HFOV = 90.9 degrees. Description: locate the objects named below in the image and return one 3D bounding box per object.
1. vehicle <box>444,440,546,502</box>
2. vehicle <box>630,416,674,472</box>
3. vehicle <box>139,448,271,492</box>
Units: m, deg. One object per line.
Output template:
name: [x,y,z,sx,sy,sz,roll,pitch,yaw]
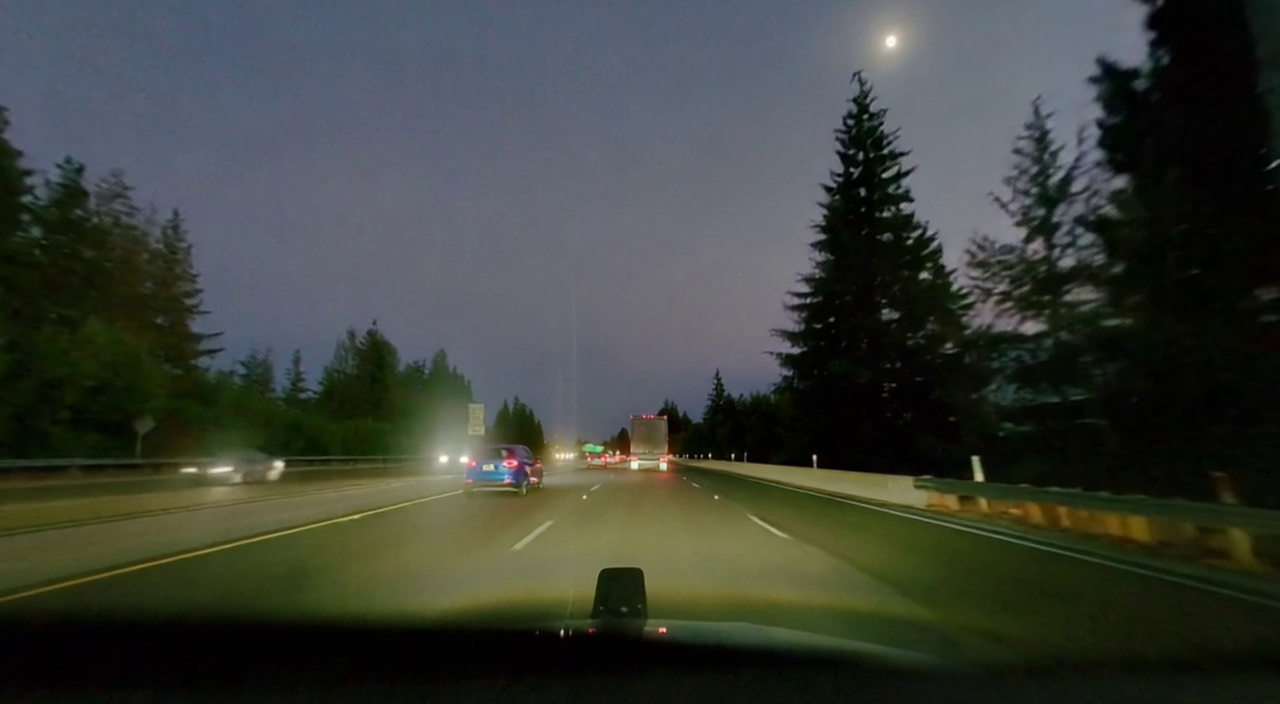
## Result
vehicle: [-4.080,3.397,18.404,1.977,1.602,3.944,0,-9,1]
vehicle: [0.755,6.675,45.684,2.893,3.628,9.081,0,-9,0]
vehicle: [-16.171,4.361,23.733,1.898,1.482,4.196,0,-9,1]
